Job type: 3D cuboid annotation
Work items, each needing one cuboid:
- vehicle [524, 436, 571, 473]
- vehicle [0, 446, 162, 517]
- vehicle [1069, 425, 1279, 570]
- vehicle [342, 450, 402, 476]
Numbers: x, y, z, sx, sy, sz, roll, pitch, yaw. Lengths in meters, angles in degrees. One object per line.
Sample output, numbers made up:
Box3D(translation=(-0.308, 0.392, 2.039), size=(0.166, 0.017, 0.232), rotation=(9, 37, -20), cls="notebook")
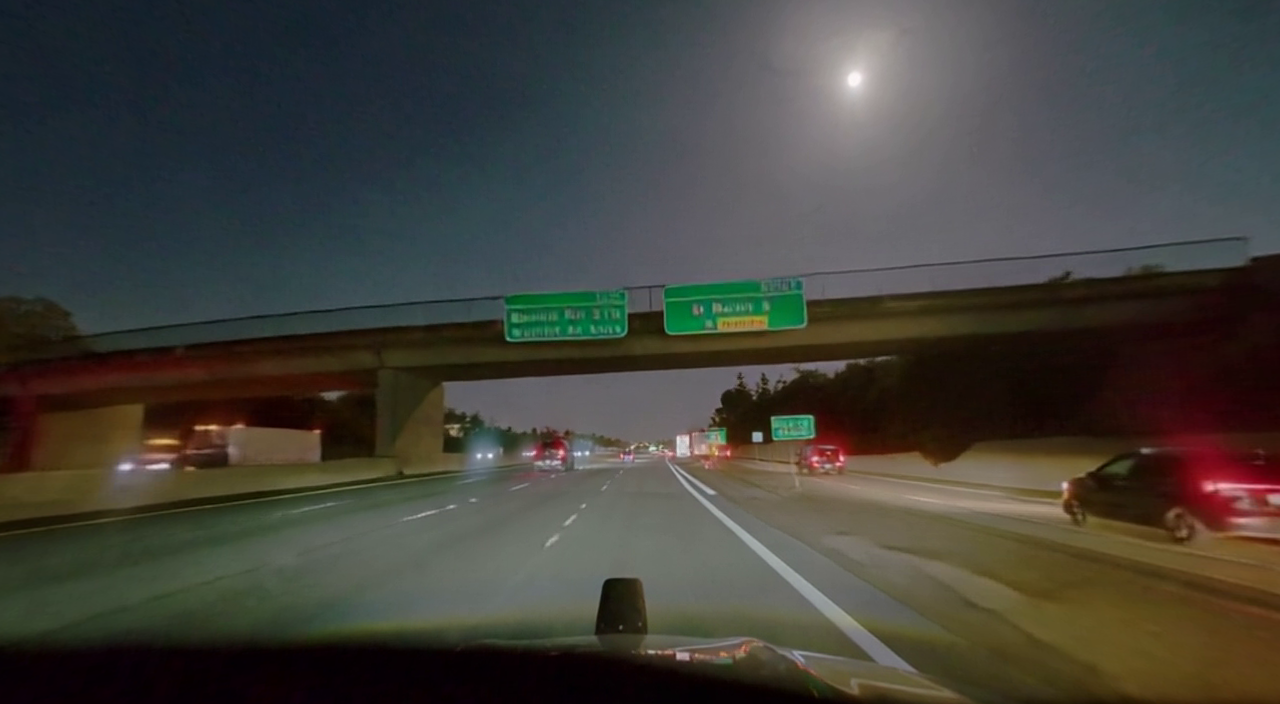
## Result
Box3D(translation=(-6.301, 7.043, 43.632), size=(2.264, 2.379, 5.248), rotation=(-1, -9, 2), cls="vehicle")
Box3D(translation=(-16.469, 3.566, 17.970), size=(2.051, 1.715, 4.579), rotation=(0, -9, 1), cls="vehicle")
Box3D(translation=(9.783, 2.268, 10.562), size=(2.146, 1.929, 4.388), rotation=(-1, -9, 2), cls="vehicle")
Box3D(translation=(-19.844, 8.189, 46.890), size=(2.442, 1.756, 4.528), rotation=(0, -9, 0), cls="vehicle")
